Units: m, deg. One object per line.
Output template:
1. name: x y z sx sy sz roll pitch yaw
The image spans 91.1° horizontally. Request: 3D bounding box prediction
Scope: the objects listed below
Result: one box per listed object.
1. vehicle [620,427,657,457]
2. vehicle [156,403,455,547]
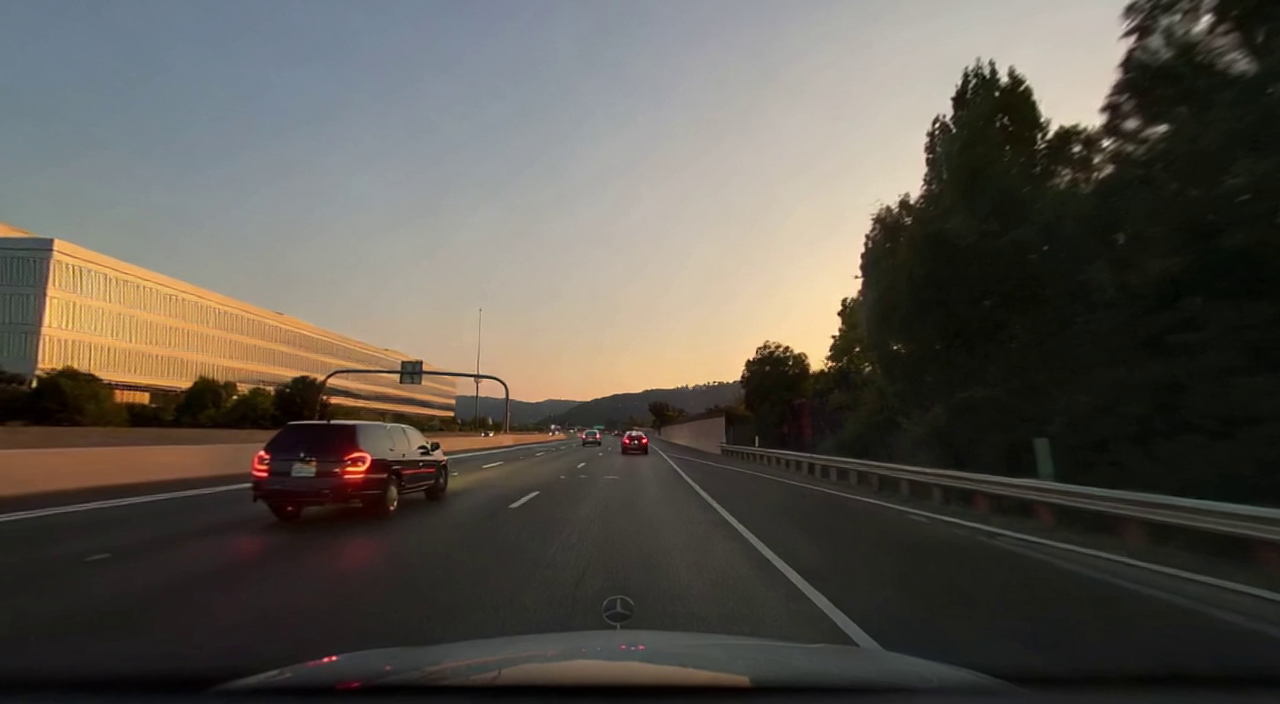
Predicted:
1. vehicle: -0.117 5.300 37.093 2.036 1.637 4.009 0 -8 -1
2. vehicle: -4.462 1.694 9.427 2.036 1.612 4.510 0 -8 -1
